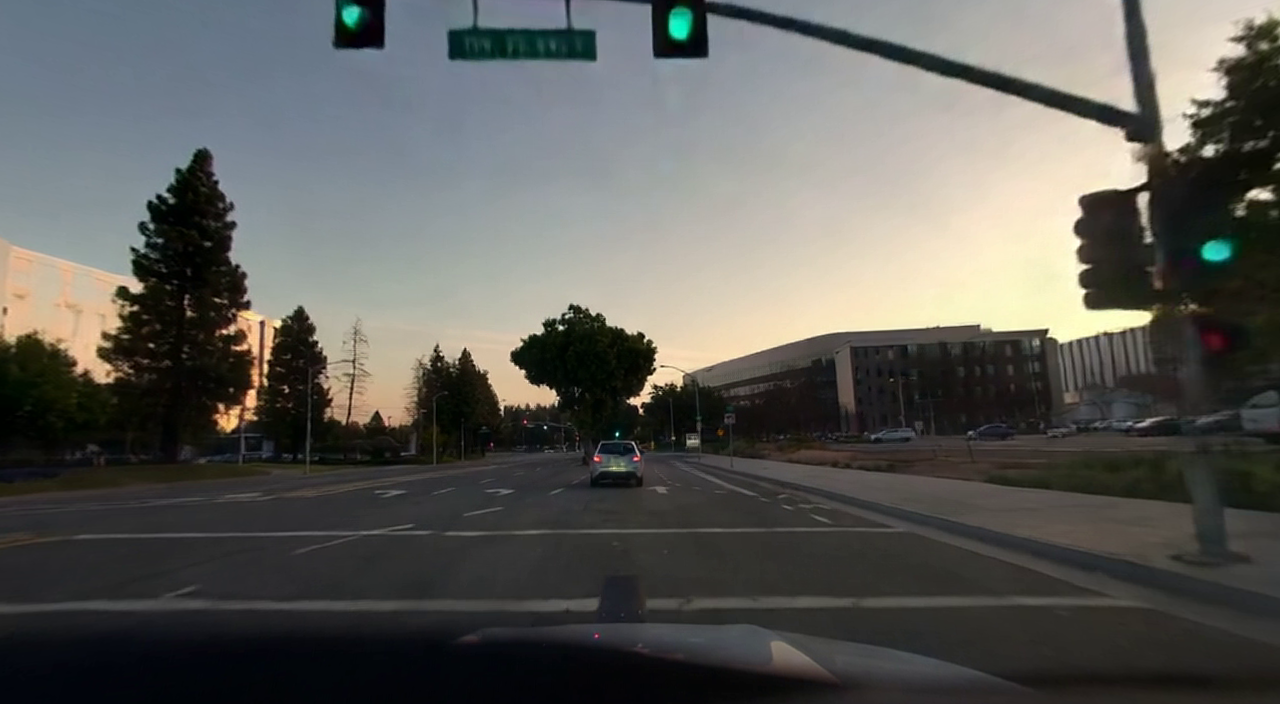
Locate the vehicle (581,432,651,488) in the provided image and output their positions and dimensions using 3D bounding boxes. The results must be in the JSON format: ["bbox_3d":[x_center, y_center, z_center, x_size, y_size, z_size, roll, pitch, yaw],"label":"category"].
[{"bbox_3d":[-0.757,3.634,21.423,2.130,1.711,4.038,0,-9,-1],"label":"vehicle"}]
